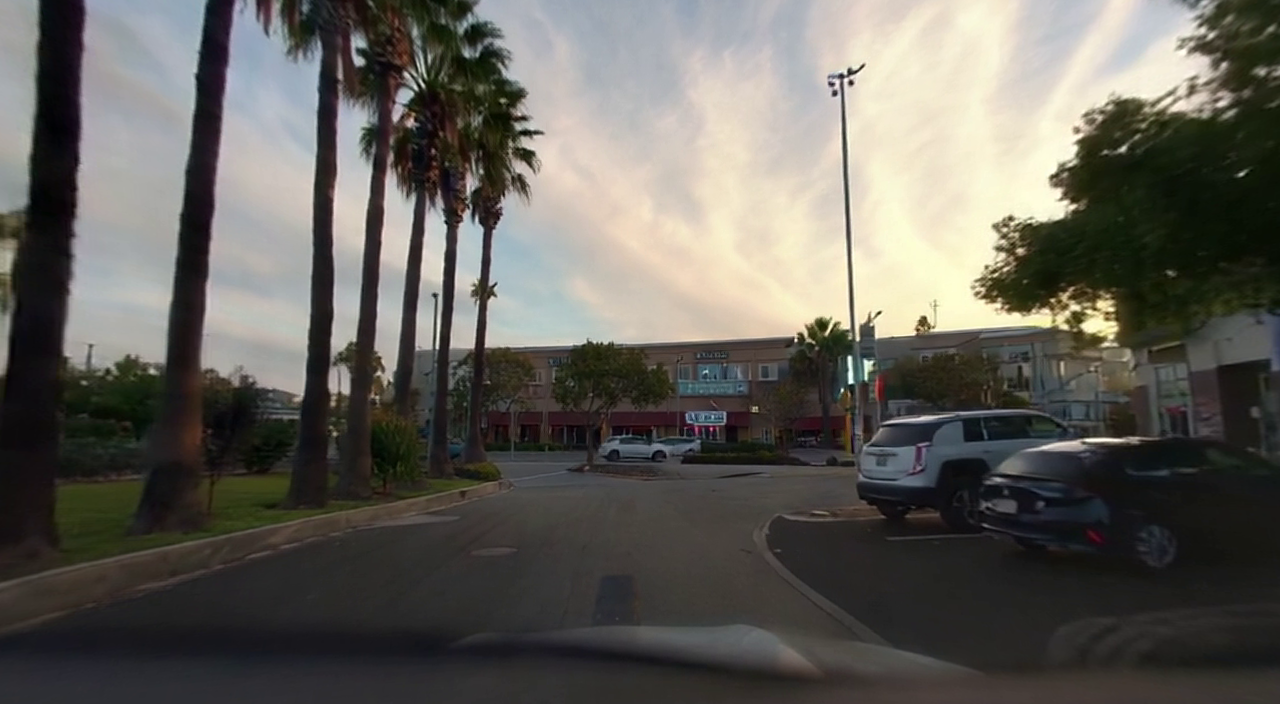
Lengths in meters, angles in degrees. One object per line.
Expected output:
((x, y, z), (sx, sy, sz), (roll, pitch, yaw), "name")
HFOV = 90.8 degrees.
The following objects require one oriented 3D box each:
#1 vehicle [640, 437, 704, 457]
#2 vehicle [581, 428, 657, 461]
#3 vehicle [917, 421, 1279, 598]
((2.423, 7.373, 49.110), (4.850, 1.472, 1.777), (0, -8, -1), "vehicle")
((-1.188, 5.299, 36.104), (4.211, 1.756, 2.158), (-1, -8, -1), "vehicle")
((5.800, 1.519, 6.796), (4.742, 1.506, 1.919), (0, -7, -5), "vehicle")
